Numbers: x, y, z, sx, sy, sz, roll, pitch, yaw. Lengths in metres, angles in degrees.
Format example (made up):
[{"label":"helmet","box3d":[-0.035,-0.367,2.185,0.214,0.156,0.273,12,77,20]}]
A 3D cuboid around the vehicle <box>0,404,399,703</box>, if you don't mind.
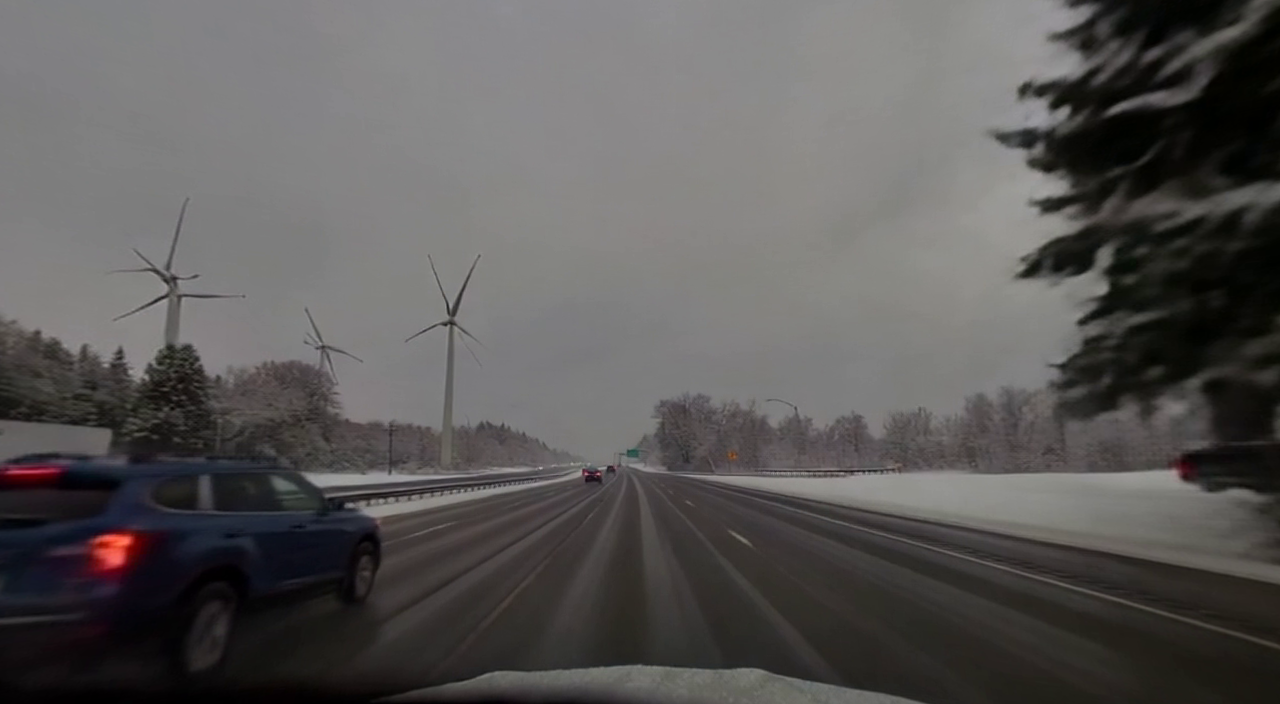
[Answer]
[{"label":"vehicle","box3d":[-3.408,1.255,4.101,2.001,1.486,4.104,1,-10,0]}]
